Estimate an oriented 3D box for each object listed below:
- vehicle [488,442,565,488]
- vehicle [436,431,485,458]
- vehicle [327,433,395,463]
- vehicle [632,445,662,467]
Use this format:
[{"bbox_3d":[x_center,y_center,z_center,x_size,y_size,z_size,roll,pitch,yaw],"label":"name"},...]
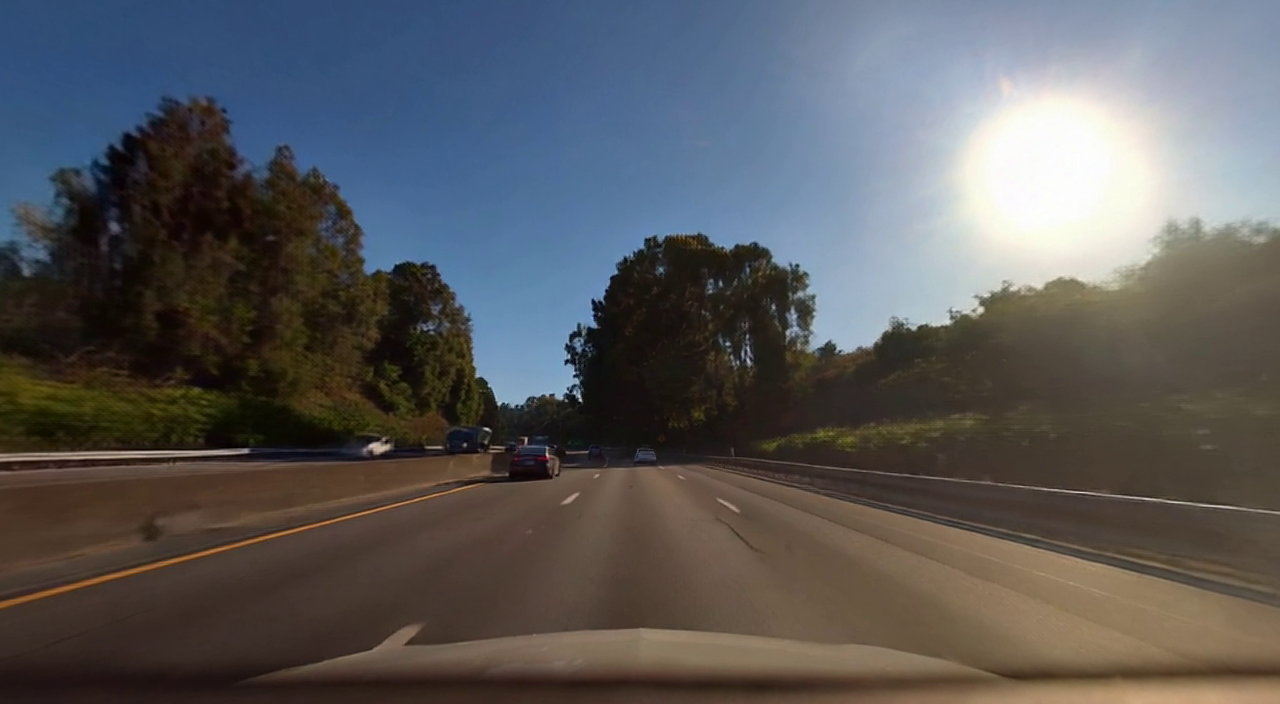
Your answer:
[{"bbox_3d":[-4.058,4.113,23.347,2.054,1.500,4.469,0,-9,0],"label":"vehicle"},{"bbox_3d":[-13.377,6.944,47.265,2.240,1.873,4.906,0,-9,-1],"label":"vehicle"},{"bbox_3d":[-14.379,4.991,32.767,1.874,1.451,3.737,0,-9,-1],"label":"vehicle"},{"bbox_3d":[0.449,7.421,45.204,2.008,1.499,3.192,0,-9,-2],"label":"vehicle"}]
